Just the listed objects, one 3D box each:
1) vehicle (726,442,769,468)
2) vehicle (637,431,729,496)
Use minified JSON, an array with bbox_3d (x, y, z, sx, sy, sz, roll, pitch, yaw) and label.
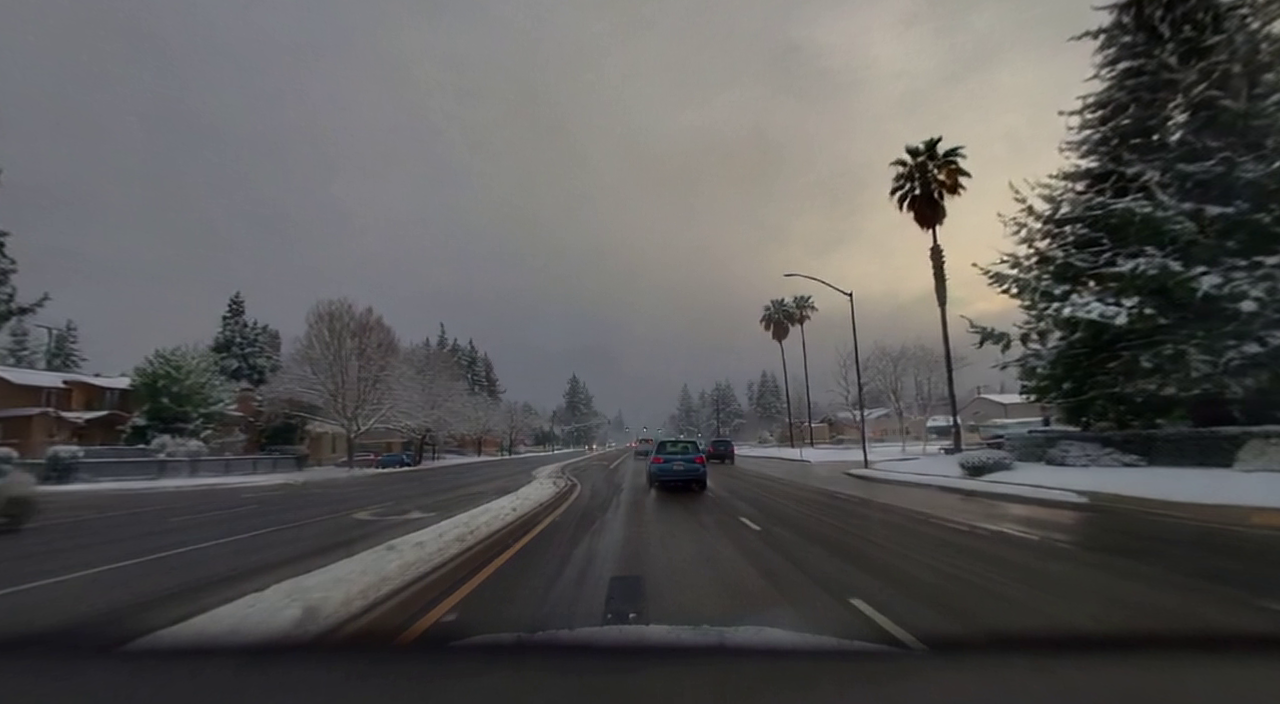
[{"bbox_3d":[6.662,6.434,39.501,1.897,1.477,4.360,0,-9,-1],"label":"vehicle"},{"bbox_3d":[1.119,3.265,18.788,2.289,1.679,4.180,0,-9,-2],"label":"vehicle"}]
